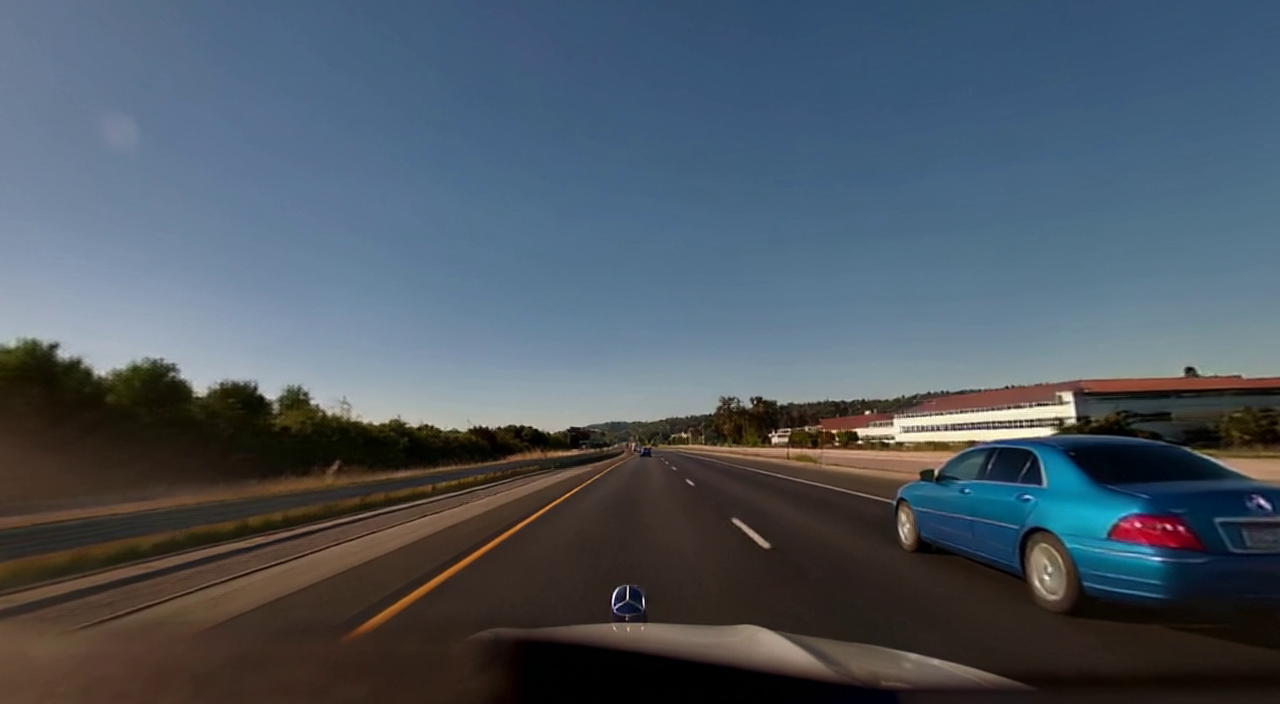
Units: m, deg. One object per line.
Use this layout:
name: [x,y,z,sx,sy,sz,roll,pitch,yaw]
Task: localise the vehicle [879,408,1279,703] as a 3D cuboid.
vehicle: [4.117,1.386,5.658,2.053,1.490,4.799,0,-8,0]
